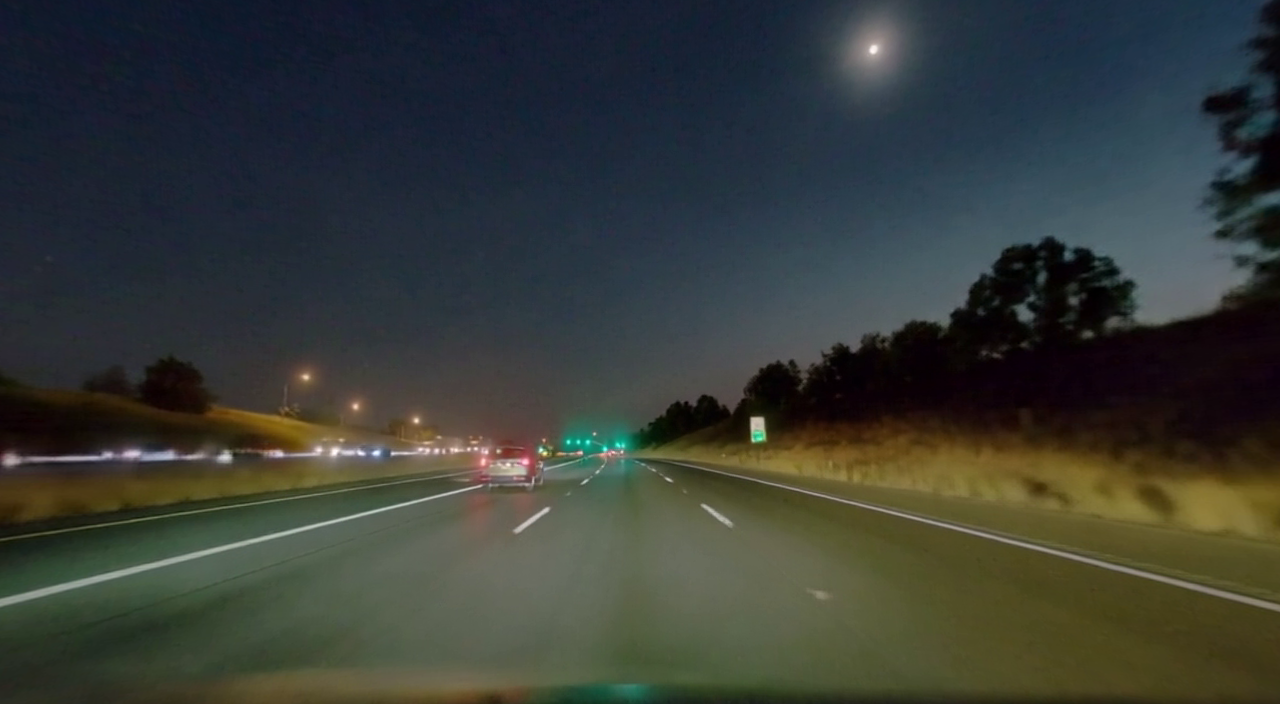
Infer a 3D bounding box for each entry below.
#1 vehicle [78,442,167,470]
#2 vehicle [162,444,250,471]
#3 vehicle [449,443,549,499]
[{"bbox_3d":[-32.874,6.618,40.311,1.997,1.678,4.408,0,-9,-2],"label":"vehicle"},{"bbox_3d":[-25.754,6.281,37.728,1.881,1.483,4.791,0,-9,-1],"label":"vehicle"},{"bbox_3d":[-4.204,3.619,19.662,2.073,1.516,4.478,0,-9,0],"label":"vehicle"}]
